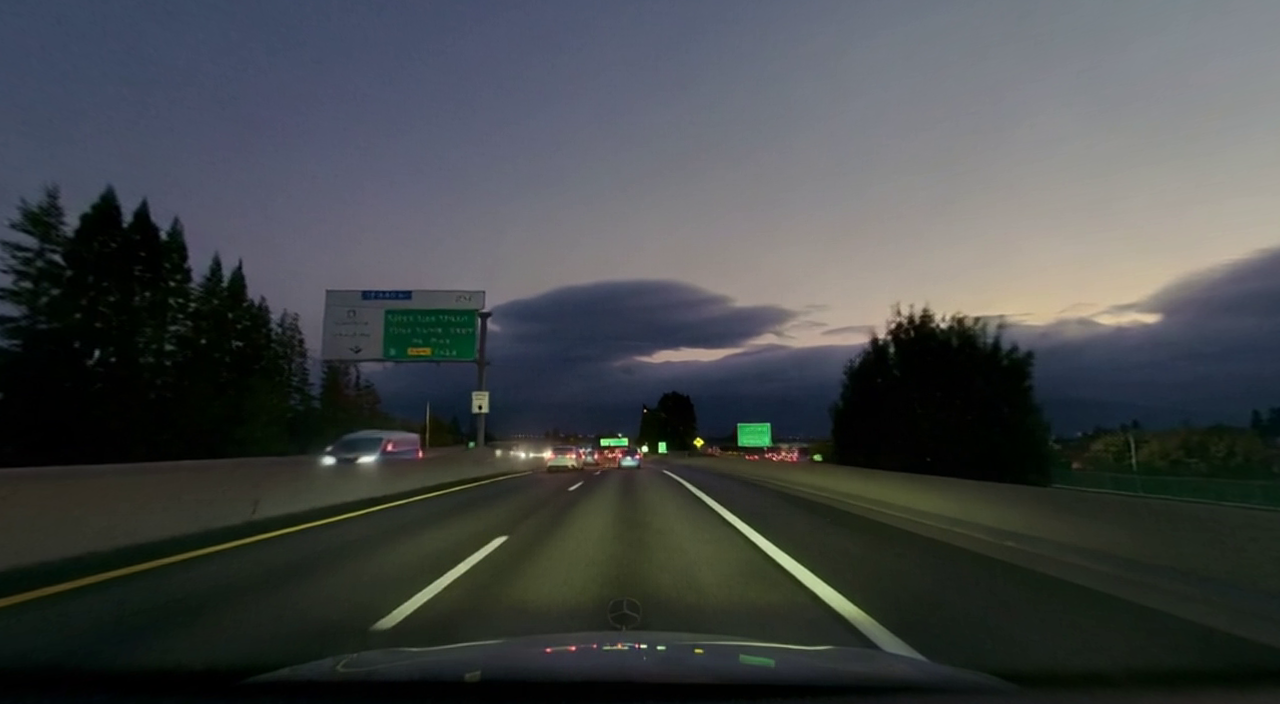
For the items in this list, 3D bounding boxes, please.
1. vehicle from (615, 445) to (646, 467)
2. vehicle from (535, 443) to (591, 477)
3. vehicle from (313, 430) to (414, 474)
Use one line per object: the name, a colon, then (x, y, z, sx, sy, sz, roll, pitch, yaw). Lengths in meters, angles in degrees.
vehicle: (-0.688, 7.496, 45.530, 2.100, 1.471, 3.956, 0, -8, -1)
vehicle: (-3.665, 5.231, 30.895, 2.067, 1.509, 4.551, 0, -8, 1)
vehicle: (-13.510, 4.911, 31.328, 2.420, 1.961, 5.675, 0, -8, 0)
